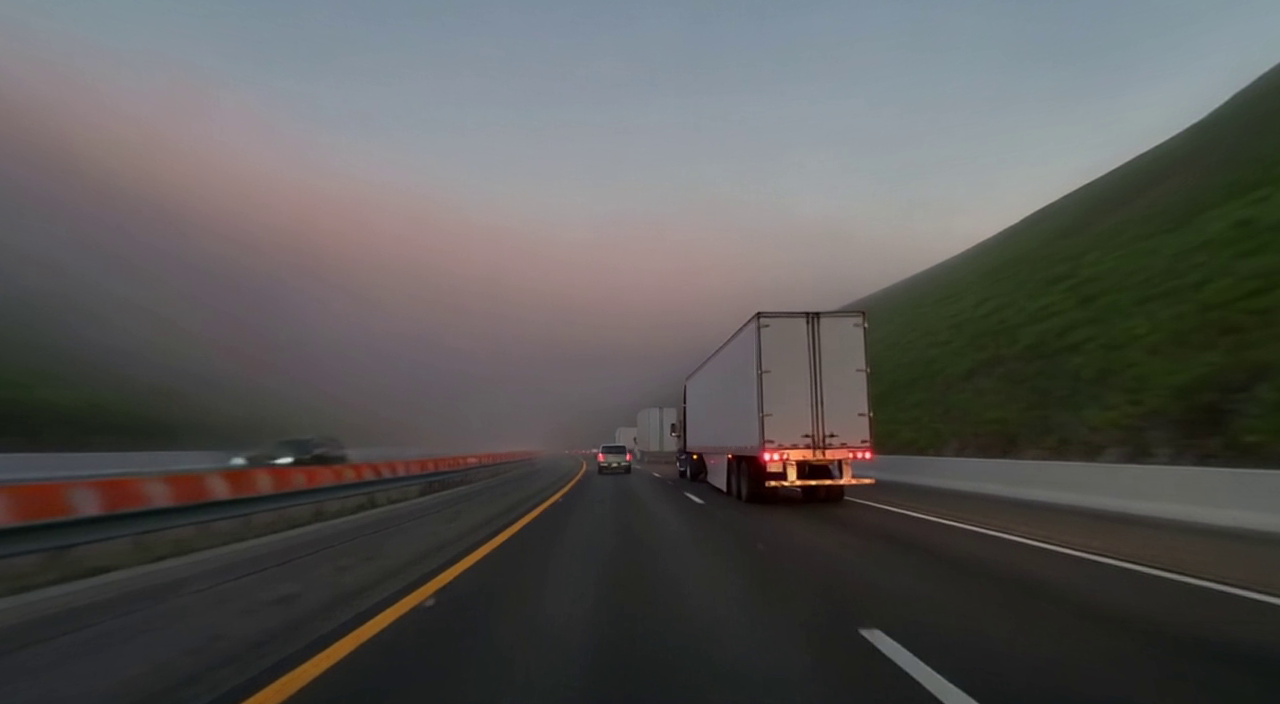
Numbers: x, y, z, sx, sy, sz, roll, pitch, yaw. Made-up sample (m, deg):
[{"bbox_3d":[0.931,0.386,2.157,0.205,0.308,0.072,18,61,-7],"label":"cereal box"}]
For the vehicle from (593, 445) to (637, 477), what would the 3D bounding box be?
[{"bbox_3d":[-1.238,5.242,30.644,2.029,1.437,3.794,0,-9,-3],"label":"vehicle"}]

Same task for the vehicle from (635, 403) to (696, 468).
[{"bbox_3d":[1.586,6.376,47.048,2.826,4.050,13.845,1,-9,-5],"label":"vehicle"}]

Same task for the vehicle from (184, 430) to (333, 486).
[{"bbox_3d":[-11.392,3.211,19.281,1.882,1.490,4.346,0,-9,-1],"label":"vehicle"}]

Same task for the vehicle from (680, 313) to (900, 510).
[{"bbox_3d":[3.540,2.314,20.387,2.911,4.099,14.578,0,-9,-3],"label":"vehicle"}]
